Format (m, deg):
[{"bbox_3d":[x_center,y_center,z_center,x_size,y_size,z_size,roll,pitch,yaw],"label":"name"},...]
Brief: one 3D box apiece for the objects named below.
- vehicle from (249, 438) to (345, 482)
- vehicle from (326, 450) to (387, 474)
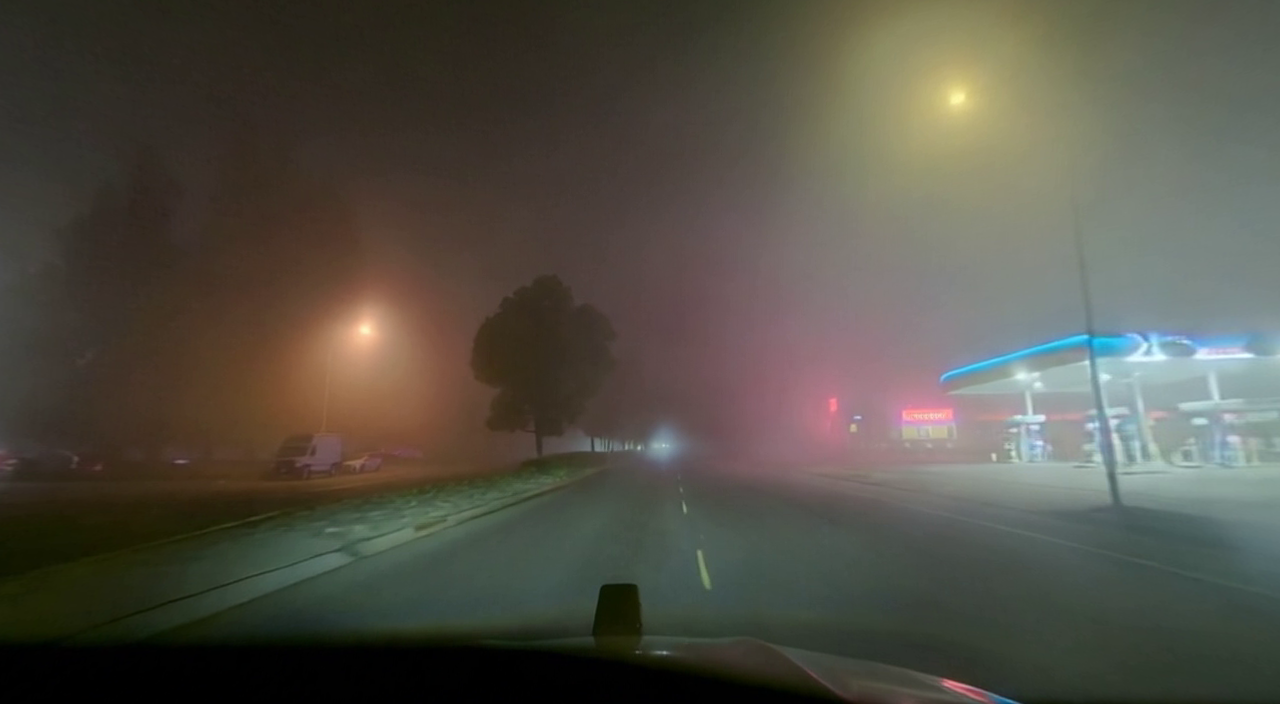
[{"bbox_3d":[-18.889,5.929,35.183,2.216,2.161,5.522,-3,-8,0],"label":"vehicle"},{"bbox_3d":[-18.545,7.203,41.491,1.829,1.462,4.463,0,-9,1],"label":"vehicle"}]
